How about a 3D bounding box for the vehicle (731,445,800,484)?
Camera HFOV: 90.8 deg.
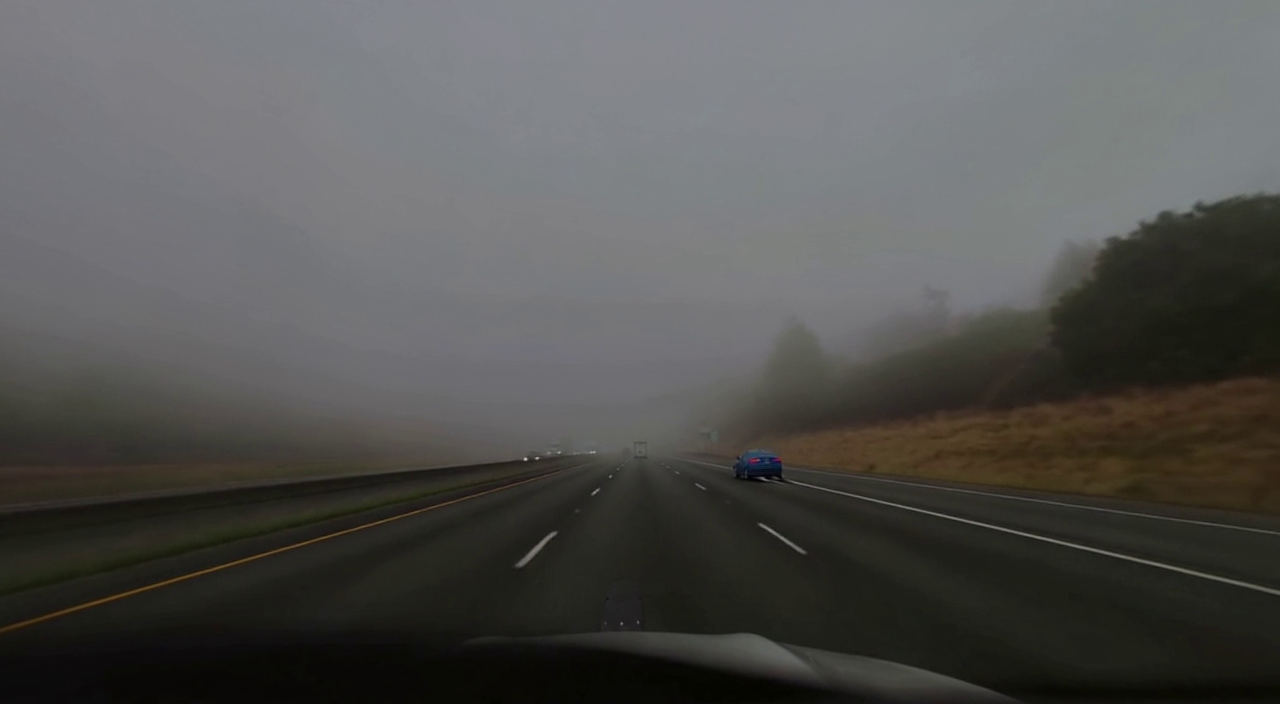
[{"bbox_3d":[5.090,4.612,26.114,1.967,1.472,3.751,0,-9,-2],"label":"vehicle"}]
